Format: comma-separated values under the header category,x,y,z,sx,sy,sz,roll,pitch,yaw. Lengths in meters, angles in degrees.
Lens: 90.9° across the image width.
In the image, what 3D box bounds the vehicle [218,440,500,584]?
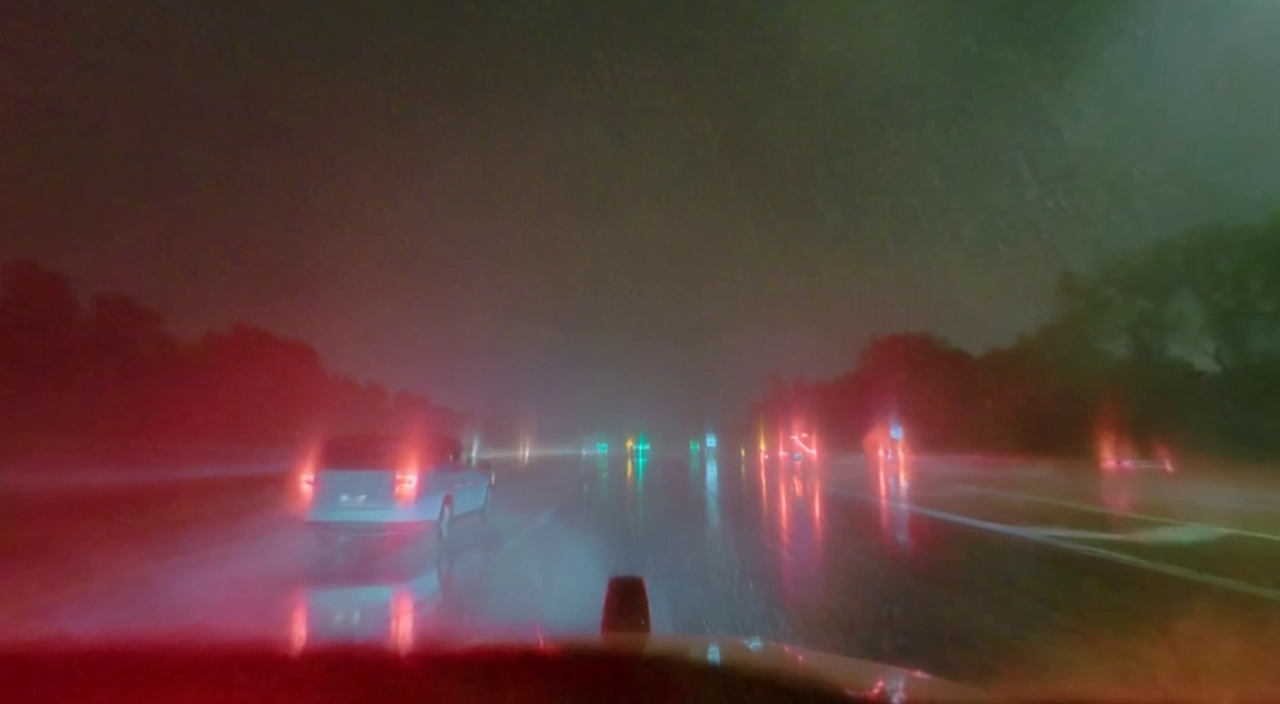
category,x,y,z,sx,sy,sz,roll,pitch,yaw
vehicle,-3.426,1.995,8.690,1.968,1.504,3.892,-1,-9,2
